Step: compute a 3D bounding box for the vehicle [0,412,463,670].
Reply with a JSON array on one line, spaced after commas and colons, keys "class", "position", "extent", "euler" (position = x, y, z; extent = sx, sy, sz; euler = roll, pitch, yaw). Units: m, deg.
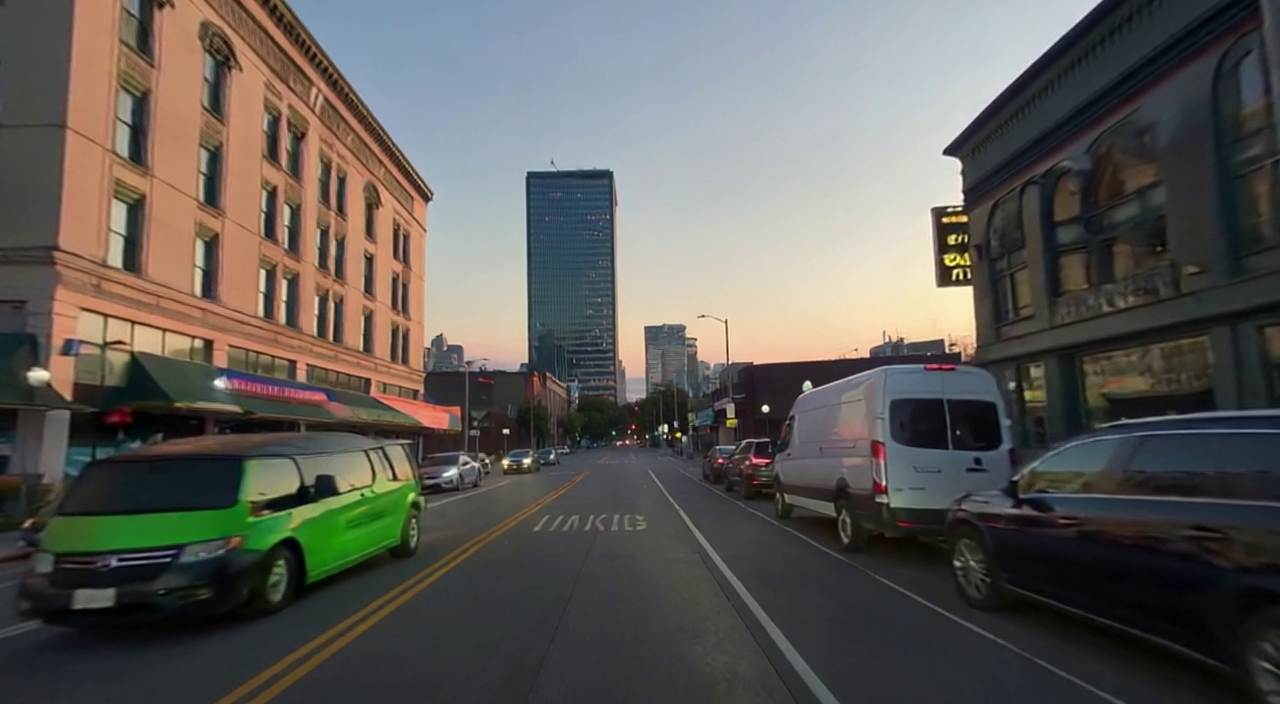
[{"class": "vehicle", "position": [-3.285, 1.481, 6.147], "extent": [2.024, 1.579, 4.300], "euler": [0, -8, -2]}]

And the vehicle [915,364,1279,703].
[{"class": "vehicle", "position": [3.897, 1.099, 3.860], "extent": [2.040, 1.790, 5.044], "euler": [0, -8, -2]}]

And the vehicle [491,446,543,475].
[{"class": "vehicle", "position": [-6.897, 6.124, 35.998], "extent": [1.993, 1.484, 4.812], "euler": [0, -8, 0]}]
